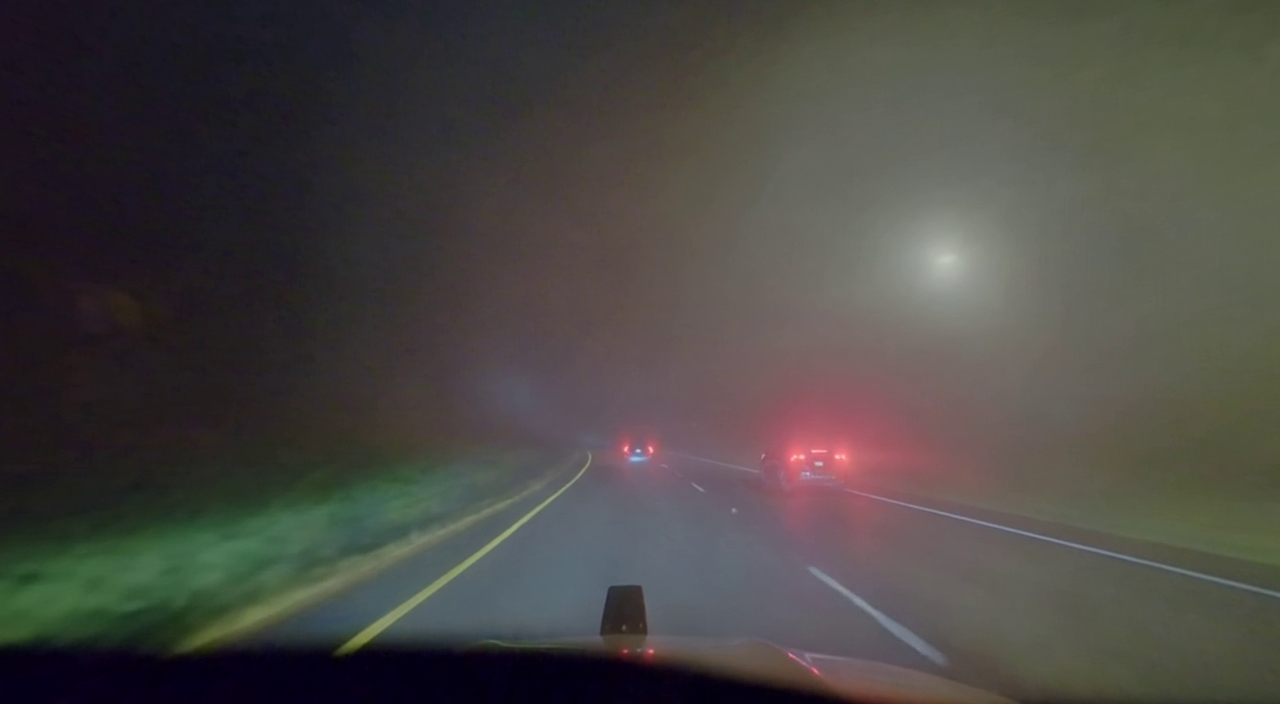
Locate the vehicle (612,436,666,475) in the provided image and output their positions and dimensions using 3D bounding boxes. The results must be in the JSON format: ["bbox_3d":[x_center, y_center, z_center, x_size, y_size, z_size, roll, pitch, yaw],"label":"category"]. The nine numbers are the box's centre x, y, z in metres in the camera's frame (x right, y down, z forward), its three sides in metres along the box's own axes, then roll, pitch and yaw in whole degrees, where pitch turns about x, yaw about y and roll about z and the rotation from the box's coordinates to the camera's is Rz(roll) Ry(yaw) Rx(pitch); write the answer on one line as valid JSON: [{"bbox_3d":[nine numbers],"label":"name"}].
[{"bbox_3d":[-0.145,4.263,26.240,2.029,1.474,4.183,0,-8,-3],"label":"vehicle"}]
